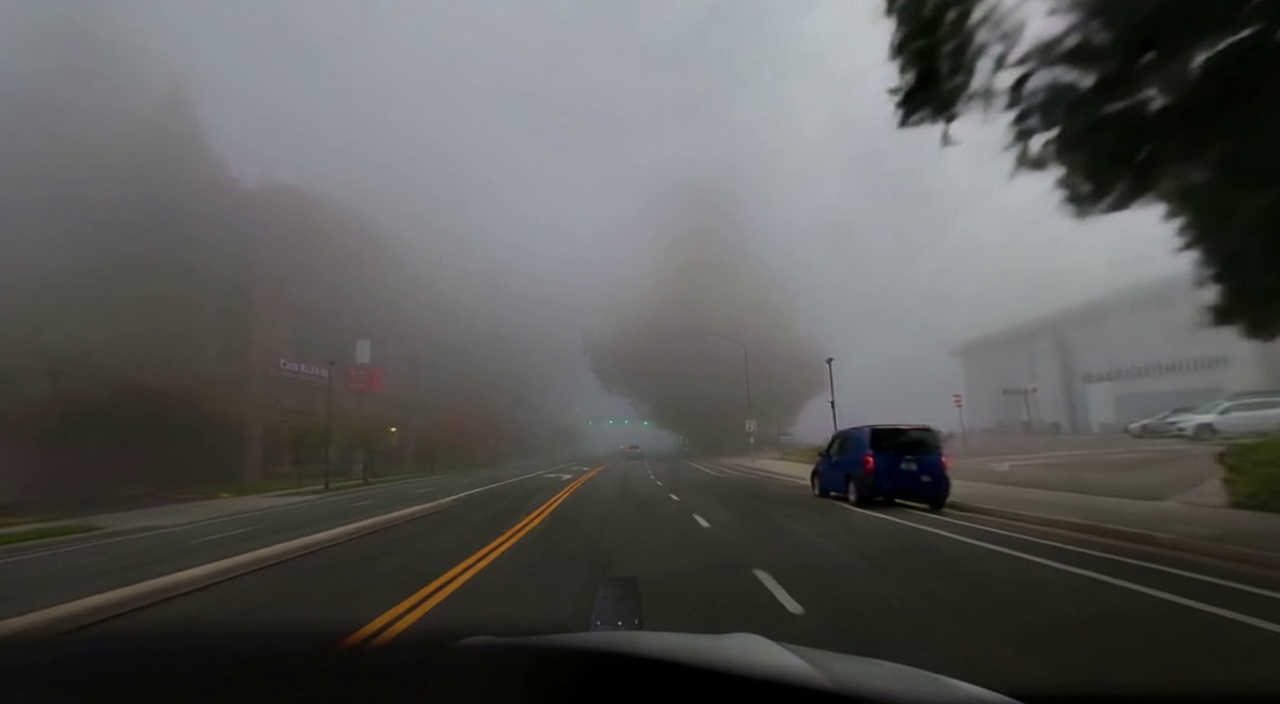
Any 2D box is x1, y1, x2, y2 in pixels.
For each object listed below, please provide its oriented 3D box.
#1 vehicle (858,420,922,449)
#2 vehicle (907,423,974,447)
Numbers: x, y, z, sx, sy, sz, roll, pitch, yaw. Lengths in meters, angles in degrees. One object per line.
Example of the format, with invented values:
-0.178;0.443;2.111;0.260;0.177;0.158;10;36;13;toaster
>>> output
16.731;5.616;42.467;2.059;1.788;4.708;1;-9;-5;vehicle
19.641;5.485;41.354;2.021;1.472;4.047;2;-9;-8;vehicle
